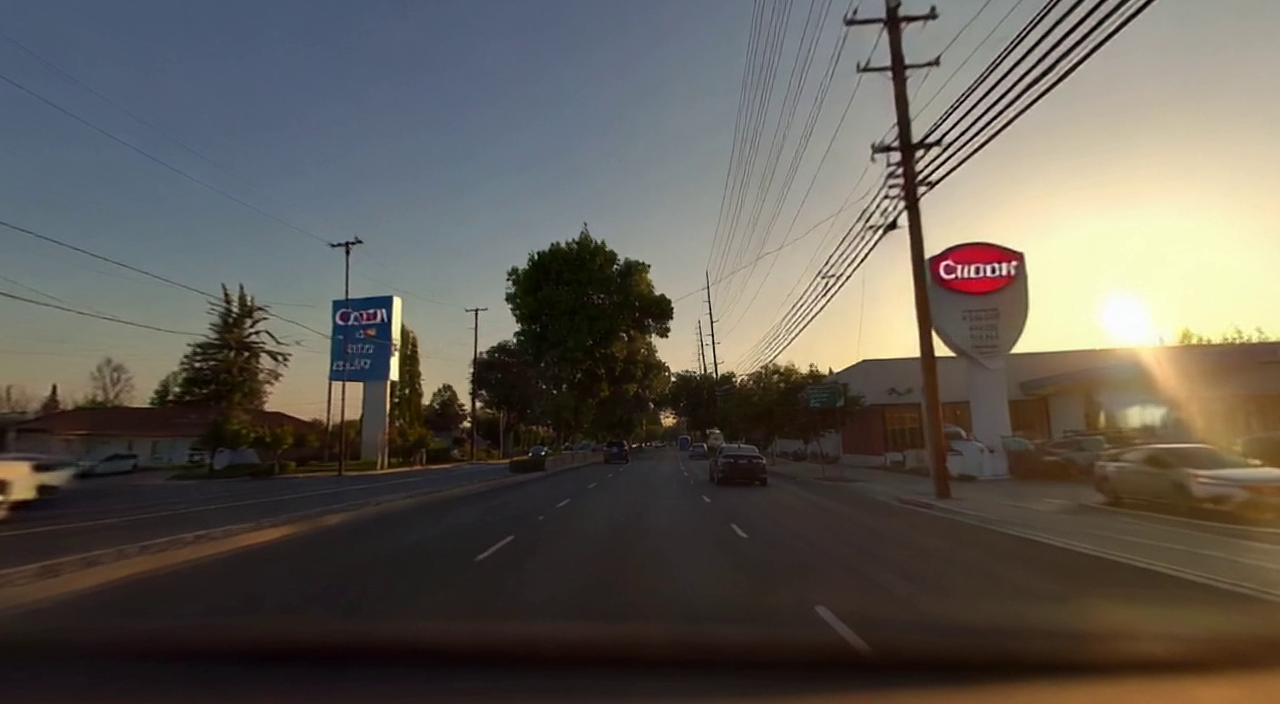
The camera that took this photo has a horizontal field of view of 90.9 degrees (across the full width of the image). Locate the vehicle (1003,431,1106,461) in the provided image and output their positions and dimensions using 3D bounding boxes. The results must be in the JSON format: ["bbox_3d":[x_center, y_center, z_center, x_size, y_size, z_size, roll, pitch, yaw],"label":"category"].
[{"bbox_3d":[28.126,6.376,42.836,5.612,1.850,2.328,1,-9,-10],"label":"vehicle"}]

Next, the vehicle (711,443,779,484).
[{"bbox_3d":[4.011,4.332,24.759,1.978,1.455,4.195,0,-9,0],"label":"vehicle"}]

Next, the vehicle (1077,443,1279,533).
[{"bbox_3d":[11.419,2.612,12.512,4.144,1.540,1.913,0,-7,-5],"label":"vehicle"}]

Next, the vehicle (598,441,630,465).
[{"bbox_3d":[-1.843,7.353,45.917,2.047,1.664,4.148,-1,-9,2],"label":"vehicle"}]
